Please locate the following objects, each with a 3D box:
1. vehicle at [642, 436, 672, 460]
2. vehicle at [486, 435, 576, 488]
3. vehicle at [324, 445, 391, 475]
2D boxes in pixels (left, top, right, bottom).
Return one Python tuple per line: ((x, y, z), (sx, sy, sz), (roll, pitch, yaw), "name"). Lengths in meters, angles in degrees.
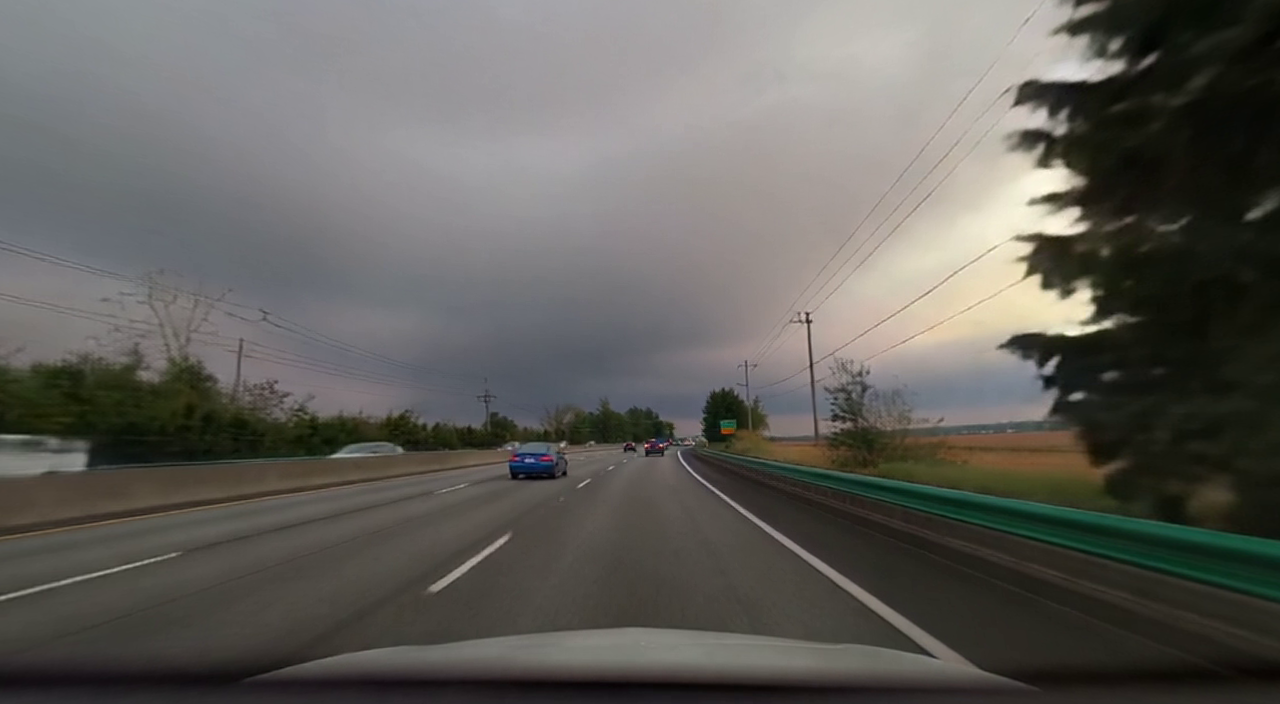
((1.331, 7.367, 48.592), (2.176, 1.725, 4.182), (0, -8, 2), "vehicle")
((-3.412, 3.514, 20.656), (2.021, 1.515, 4.453), (0, -8, 2), "vehicle")
((-15.474, 5.910, 34.709), (1.698, 1.451, 4.135), (0, -8, 1), "vehicle")
